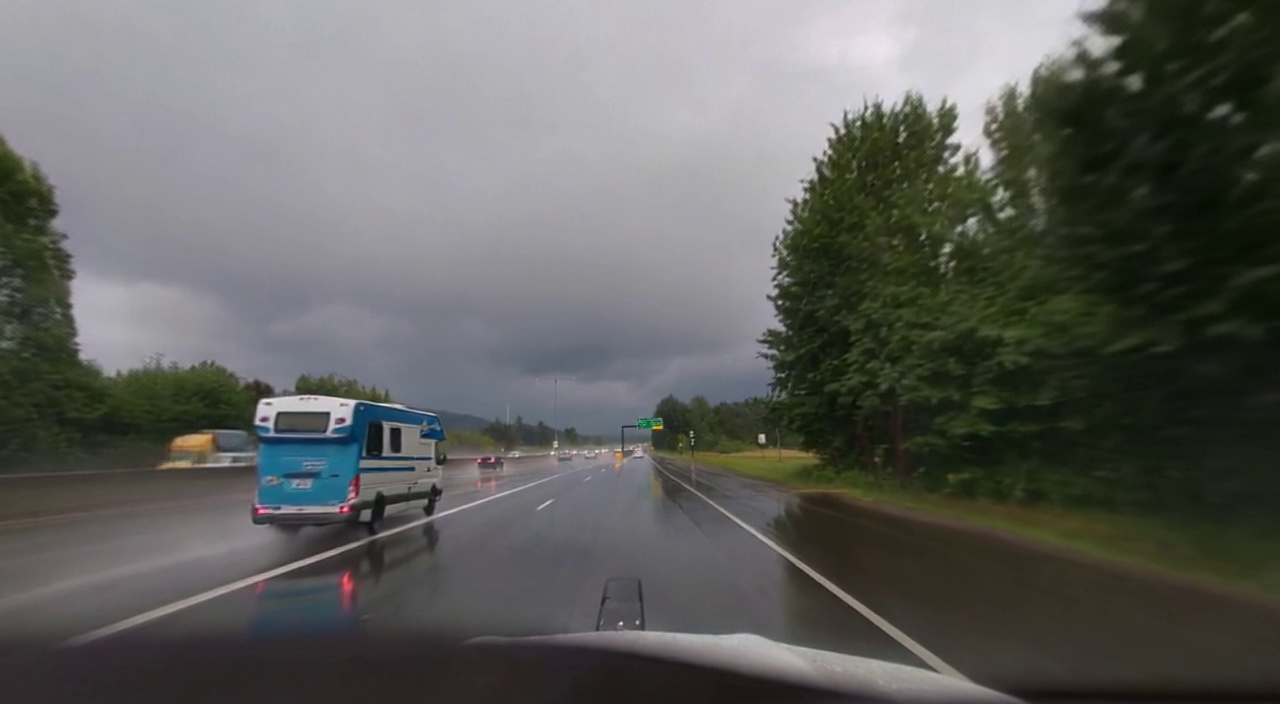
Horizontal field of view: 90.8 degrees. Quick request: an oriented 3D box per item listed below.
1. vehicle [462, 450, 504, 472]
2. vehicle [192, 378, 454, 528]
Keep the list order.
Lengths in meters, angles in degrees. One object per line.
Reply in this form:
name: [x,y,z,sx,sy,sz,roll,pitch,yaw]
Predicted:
vehicle: [-11.436,7.988,46.315,1.981,1.503,4.207,0,-8,0]
vehicle: [-7.368,2.533,16.244,2.747,2.934,7.411,0,-8,1]
